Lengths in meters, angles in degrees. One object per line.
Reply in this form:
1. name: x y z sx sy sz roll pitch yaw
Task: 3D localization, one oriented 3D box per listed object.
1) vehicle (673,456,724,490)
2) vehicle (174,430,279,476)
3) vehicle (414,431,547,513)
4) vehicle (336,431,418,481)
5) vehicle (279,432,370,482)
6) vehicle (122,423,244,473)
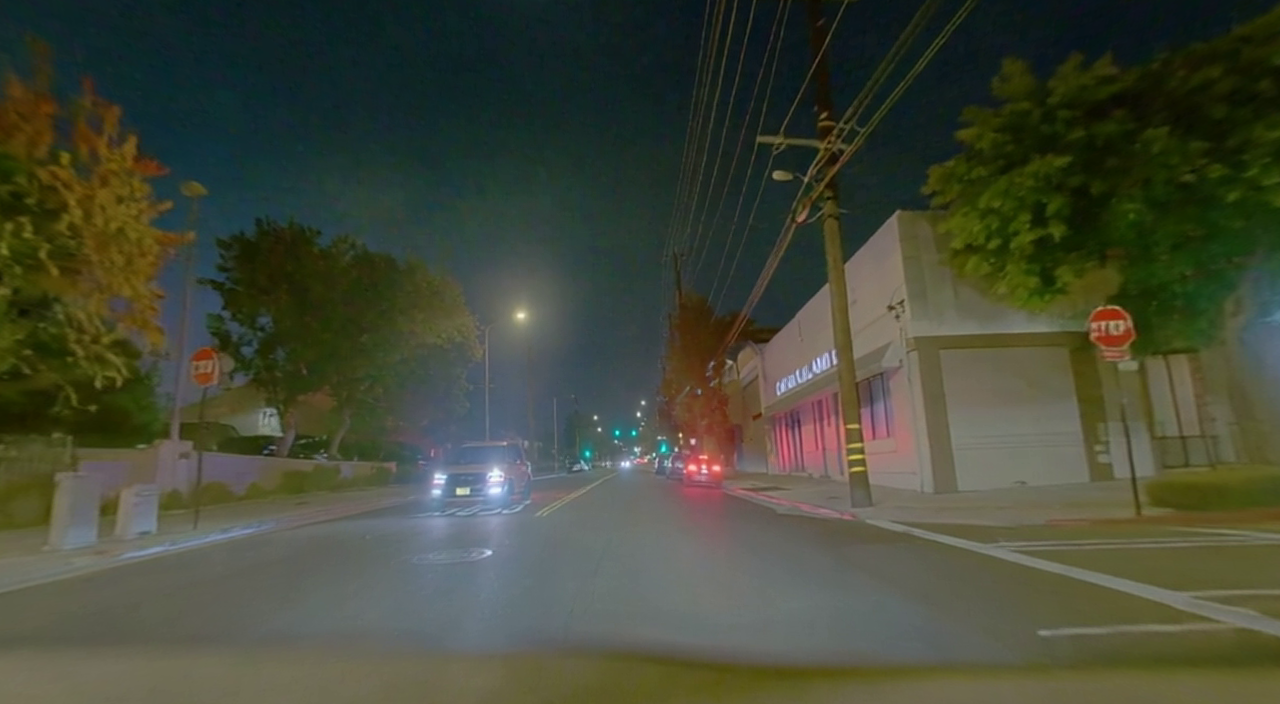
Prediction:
1. vehicle: 2.696 5.672 29.804 1.877 1.373 3.854 0 -8 -3
2. vehicle: -24.705 6.045 38.141 2.288 2.514 5.886 0 -8 1
3. vehicle: -4.234 3.265 17.815 2.495 1.966 4.846 0 -8 0
4. vehicle: -15.842 6.342 38.575 2.715 2.789 6.225 1 -9 -4
5. vehicle: -18.778 6.208 38.062 2.256 2.668 5.979 -1 -7 1
6. vehicle: -27.398 5.781 38.320 2.249 2.760 6.636 0 -8 1
